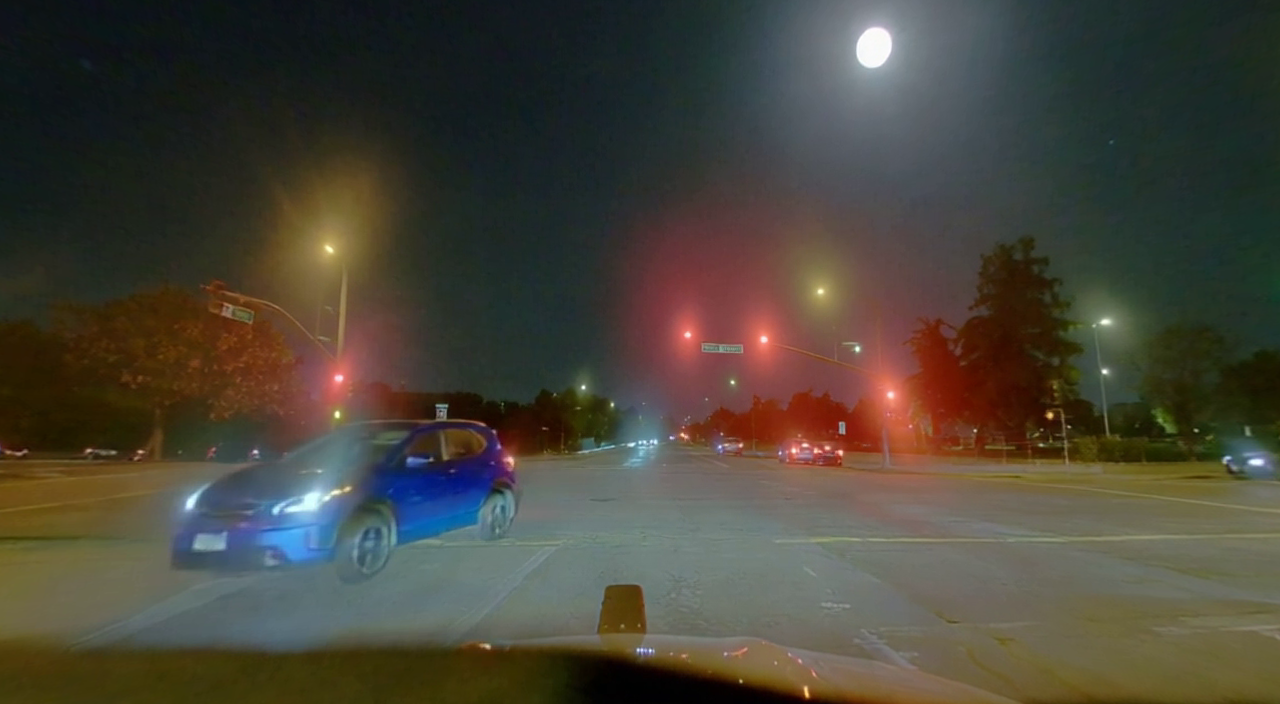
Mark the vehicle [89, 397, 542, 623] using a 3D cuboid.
[{"bbox_3d":[-3.169,1.614,7.518,2.134,1.768,4.580,-3,-9,17],"label":"vehicle"}]
